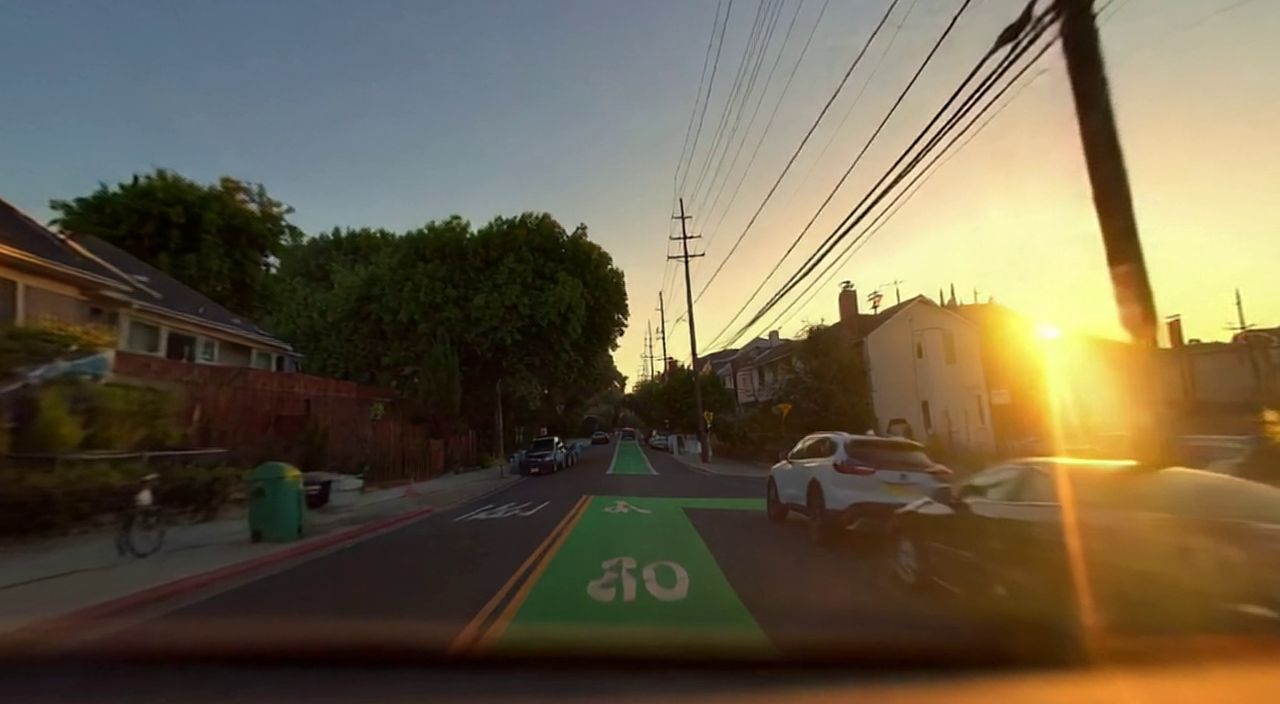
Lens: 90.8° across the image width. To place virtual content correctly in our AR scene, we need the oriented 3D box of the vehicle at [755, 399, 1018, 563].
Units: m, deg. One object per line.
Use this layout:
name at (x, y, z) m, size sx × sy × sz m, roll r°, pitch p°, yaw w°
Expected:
vehicle at (3.415, 2.032, 10.036) m, size 2.054 × 1.879 × 4.717 m, roll 3°, pitch -12°, yaw -3°

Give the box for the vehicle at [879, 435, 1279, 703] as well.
vehicle at (3.666, 1.424, 4.723) m, size 1.981 × 1.512 × 4.144 m, roll 0°, pitch -9°, yaw -2°
